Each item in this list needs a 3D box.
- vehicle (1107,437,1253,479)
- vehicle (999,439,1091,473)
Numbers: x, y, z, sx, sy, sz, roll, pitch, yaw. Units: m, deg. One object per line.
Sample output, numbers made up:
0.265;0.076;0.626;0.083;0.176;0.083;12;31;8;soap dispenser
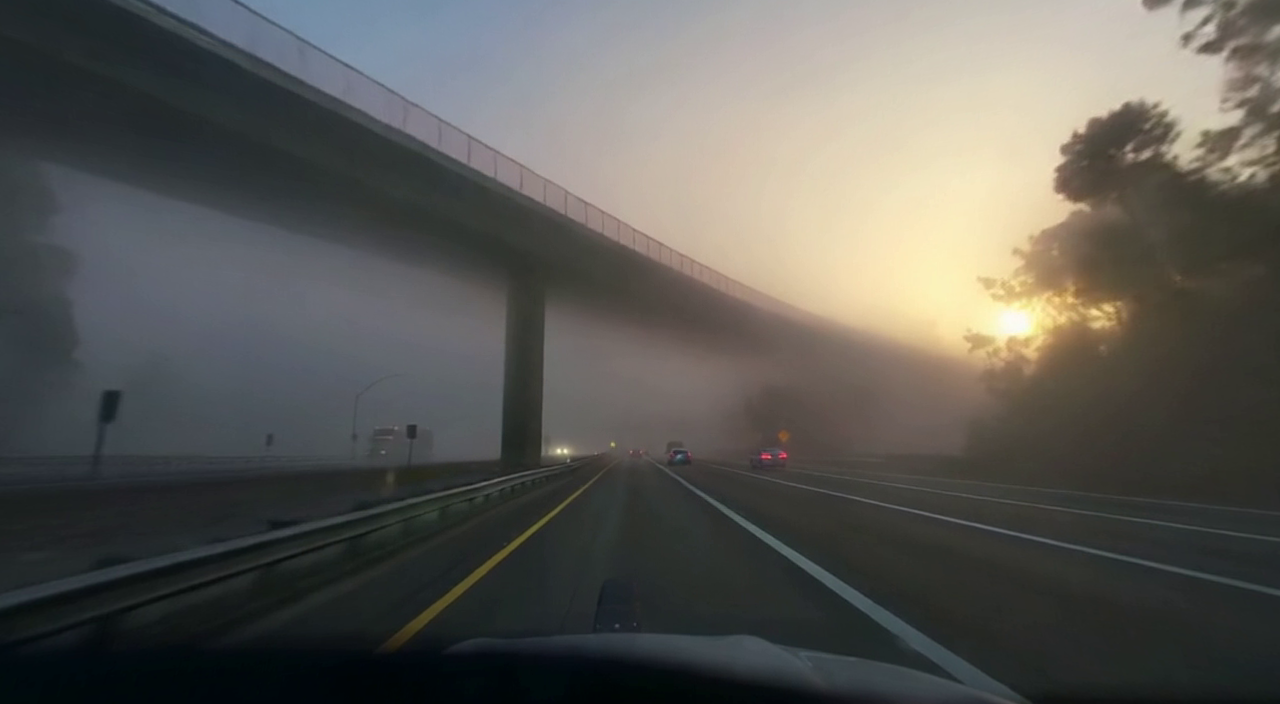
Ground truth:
21.162;4.179;25.071;1.885;1.510;4.372;0;-9;0;vehicle
20.932;5.396;32.888;1.924;1.594;4.293;-1;-8;0;vehicle
